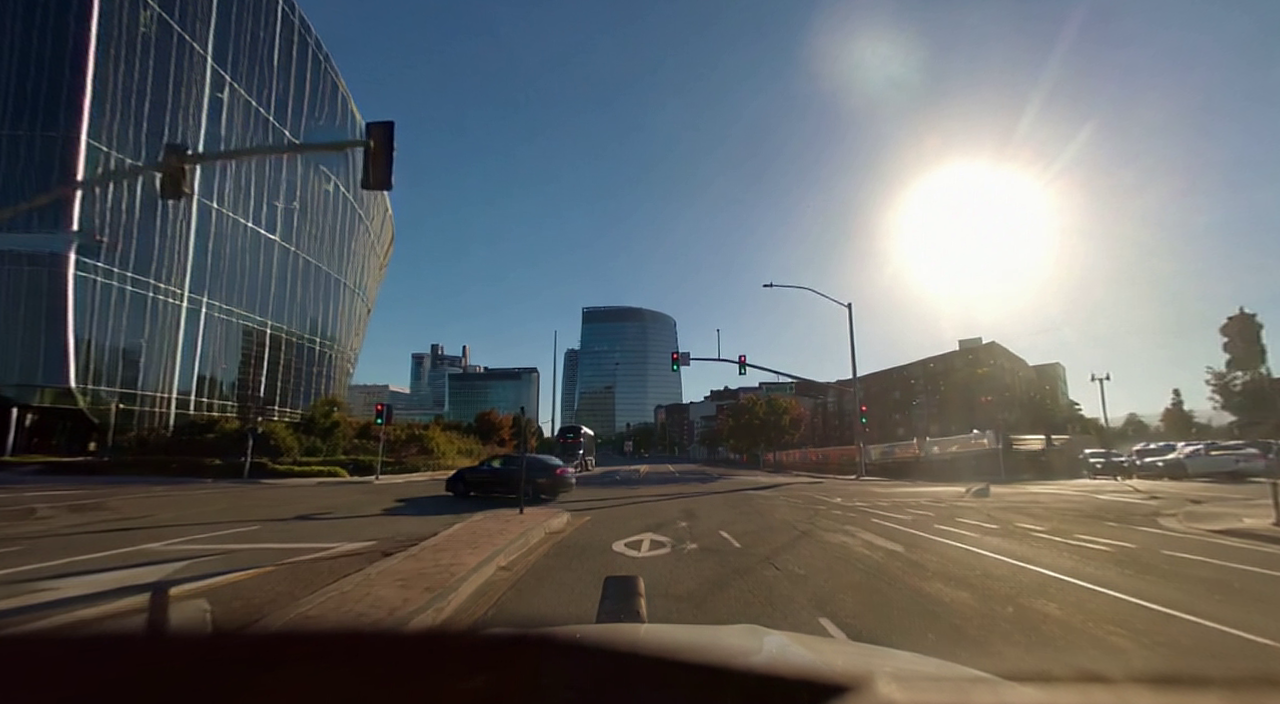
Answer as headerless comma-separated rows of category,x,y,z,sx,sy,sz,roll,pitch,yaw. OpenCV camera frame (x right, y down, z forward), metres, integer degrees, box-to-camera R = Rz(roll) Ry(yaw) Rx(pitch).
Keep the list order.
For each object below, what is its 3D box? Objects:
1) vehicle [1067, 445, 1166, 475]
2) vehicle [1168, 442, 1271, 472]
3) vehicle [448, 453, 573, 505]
vehicle,25.307,5.743,33.692,2.021,1.484,4.454,0,-9,4
vehicle,30.174,5.486,32.961,1.946,1.467,3.670,0,-9,3
vehicle,-4.423,4.190,21.234,4.197,1.525,2.014,-8,-12,42
